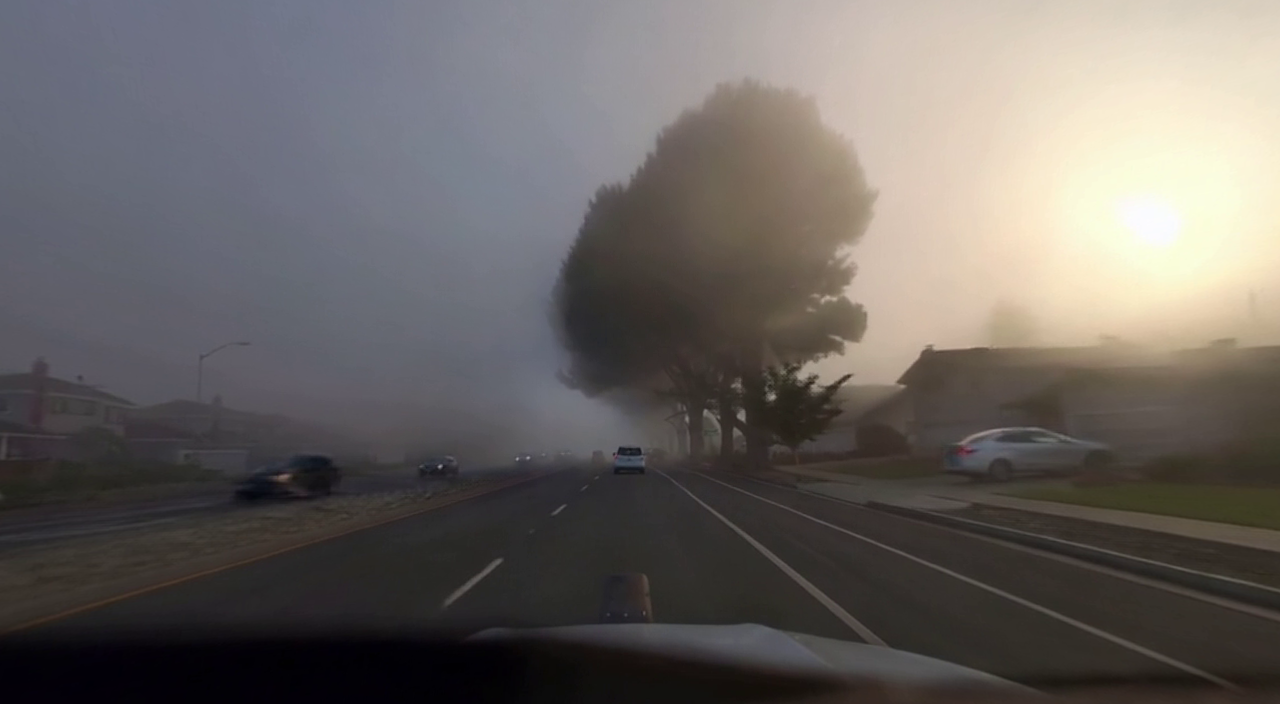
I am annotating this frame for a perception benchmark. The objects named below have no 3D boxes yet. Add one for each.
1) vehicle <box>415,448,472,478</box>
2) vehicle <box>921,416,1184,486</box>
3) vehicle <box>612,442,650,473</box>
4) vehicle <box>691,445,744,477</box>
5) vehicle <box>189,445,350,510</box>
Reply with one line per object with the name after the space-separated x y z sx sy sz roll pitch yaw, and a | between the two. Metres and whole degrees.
-11.765 6.638 38.038 2.065 1.644 4.412 0 -9 0 | vehicle
11.569 2.823 18.065 5.876 1.828 2.268 0 -9 1 | vehicle
-0.555 6.020 36.080 2.024 1.655 4.301 0 -9 -2 | vehicle
3.932 5.615 32.736 2.045 1.517 4.394 0 -9 -2 | vehicle
-11.346 3.825 19.833 2.232 1.651 4.777 -4 -9 0 | vehicle
